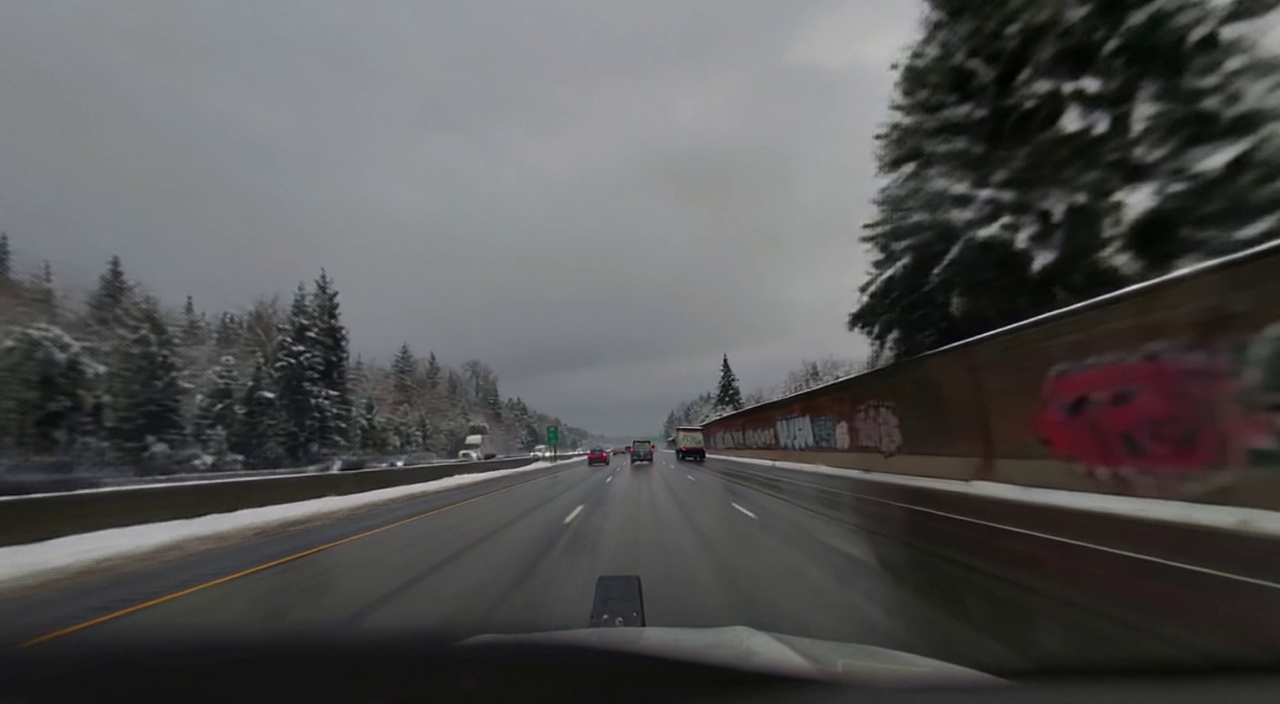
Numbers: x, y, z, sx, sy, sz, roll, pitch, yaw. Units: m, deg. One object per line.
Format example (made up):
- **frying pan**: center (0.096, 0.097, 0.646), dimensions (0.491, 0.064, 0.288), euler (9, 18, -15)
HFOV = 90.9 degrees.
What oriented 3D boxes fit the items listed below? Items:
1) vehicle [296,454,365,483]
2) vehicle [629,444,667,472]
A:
- **vehicle**: center (-16.479, 6.187, 33.733), dimensions (1.775, 1.455, 3.730), euler (0, -9, 0)
- **vehicle**: center (0.403, 5.969, 35.596), dimensions (2.009, 1.506, 4.091), euler (0, -9, 0)
